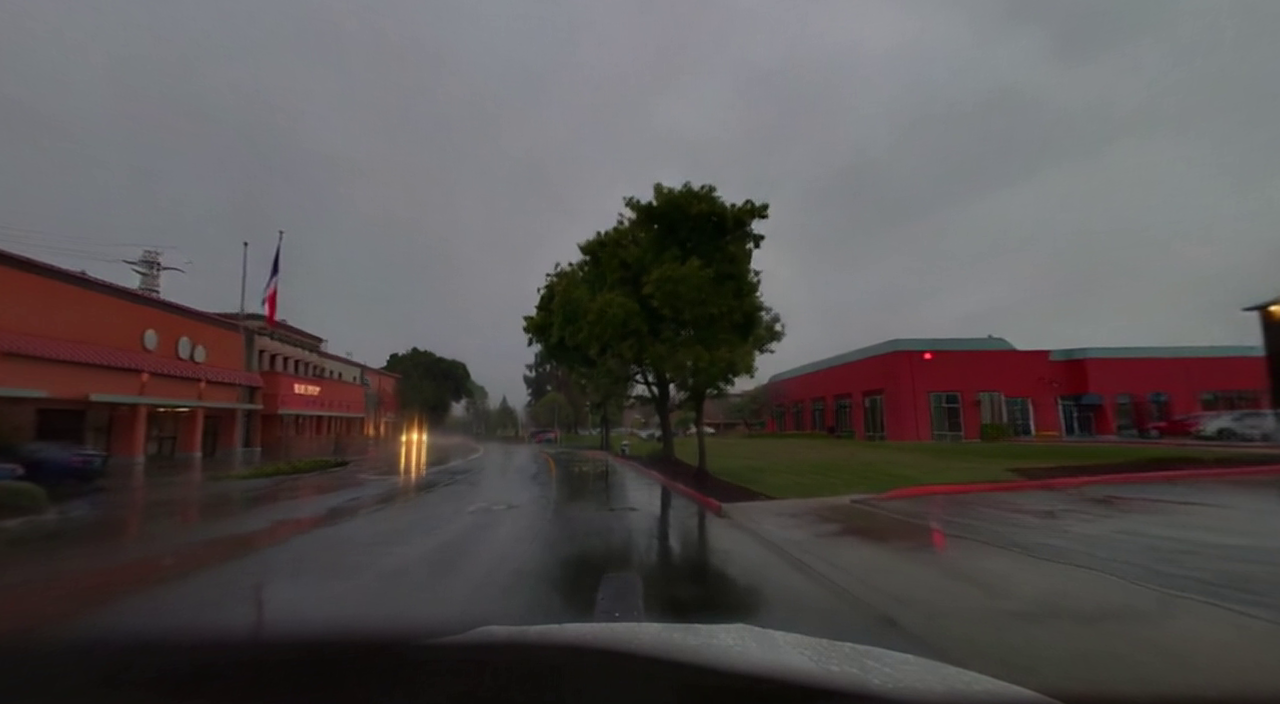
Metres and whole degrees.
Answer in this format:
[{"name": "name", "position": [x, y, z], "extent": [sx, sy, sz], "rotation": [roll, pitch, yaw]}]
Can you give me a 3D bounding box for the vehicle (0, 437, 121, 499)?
[{"name": "vehicle", "position": [-16.526, 3.214, 17.854], "extent": [1.778, 1.584, 2.802], "rotation": [2, -8, -18]}]
